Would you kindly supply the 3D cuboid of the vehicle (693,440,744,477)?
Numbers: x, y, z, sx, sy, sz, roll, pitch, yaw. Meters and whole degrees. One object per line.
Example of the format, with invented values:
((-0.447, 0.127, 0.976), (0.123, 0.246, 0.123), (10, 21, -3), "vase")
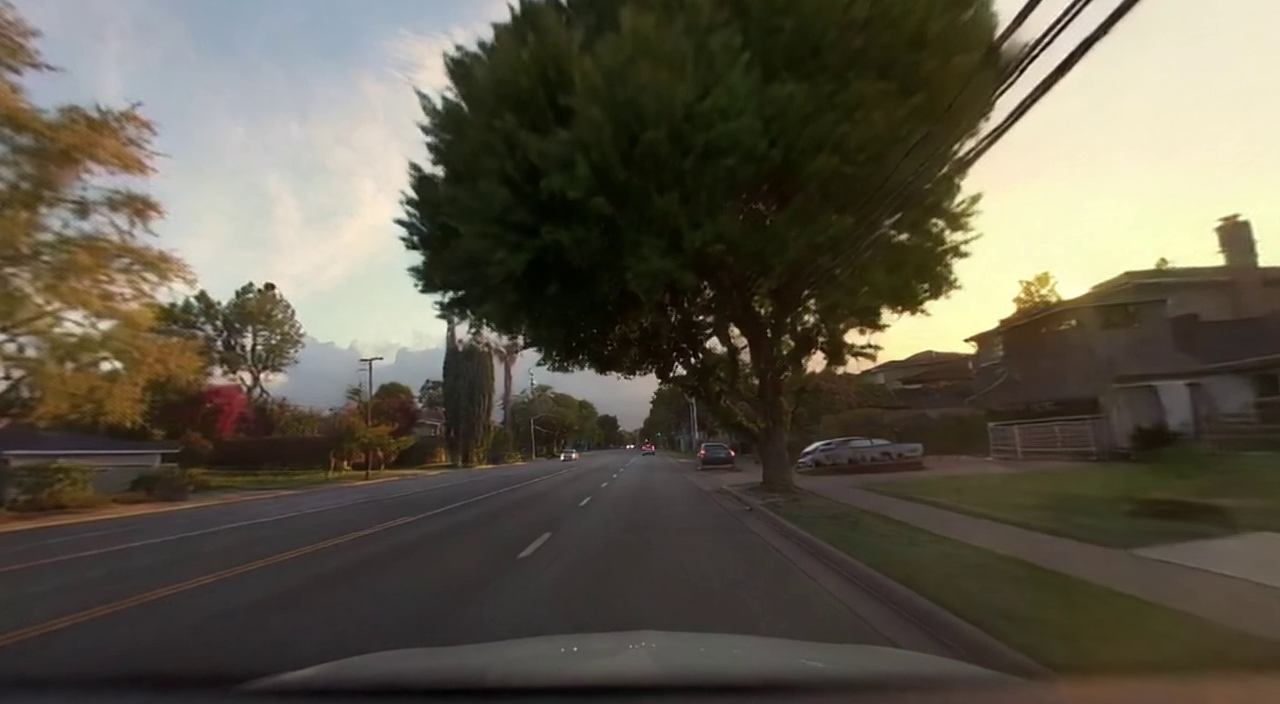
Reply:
((4.294, 5.926, 35.365), (2.228, 1.885, 4.854), (0, -9, 0), "vehicle")

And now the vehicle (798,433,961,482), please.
((7.970, 3.556, 21.294), (4.719, 1.556, 1.869), (0, -9, 1), "vehicle")
